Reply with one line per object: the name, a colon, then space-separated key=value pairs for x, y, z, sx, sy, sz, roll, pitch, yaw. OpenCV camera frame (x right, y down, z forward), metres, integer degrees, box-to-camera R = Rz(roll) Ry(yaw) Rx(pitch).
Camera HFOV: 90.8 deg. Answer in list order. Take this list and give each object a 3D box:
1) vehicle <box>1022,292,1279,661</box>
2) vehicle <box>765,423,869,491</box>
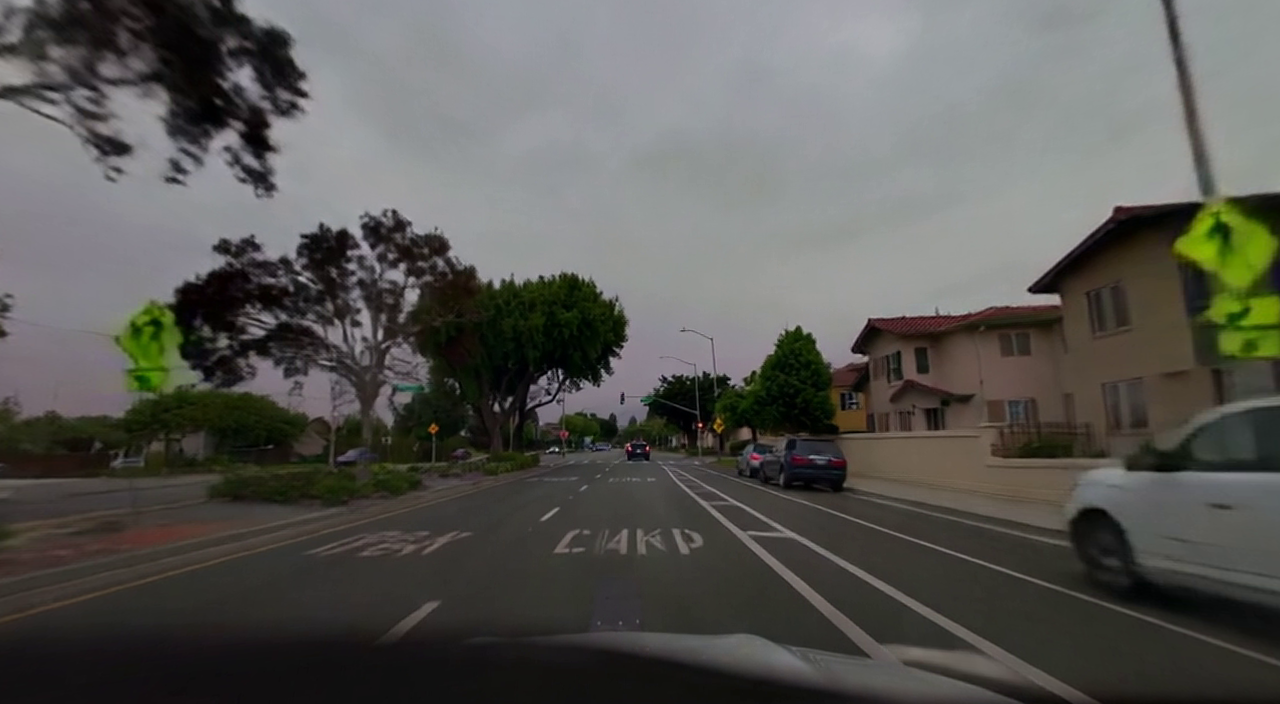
vehicle: x=5.506 y=0.767 z=3.750 sx=2.324 sy=2.468 sz=6.422 roll=1 pitch=-9 yaw=-1
vehicle: x=5.611 y=3.384 z=20.723 sx=2.008 sy=1.930 sz=4.919 roll=0 pitch=-8 yaw=1
